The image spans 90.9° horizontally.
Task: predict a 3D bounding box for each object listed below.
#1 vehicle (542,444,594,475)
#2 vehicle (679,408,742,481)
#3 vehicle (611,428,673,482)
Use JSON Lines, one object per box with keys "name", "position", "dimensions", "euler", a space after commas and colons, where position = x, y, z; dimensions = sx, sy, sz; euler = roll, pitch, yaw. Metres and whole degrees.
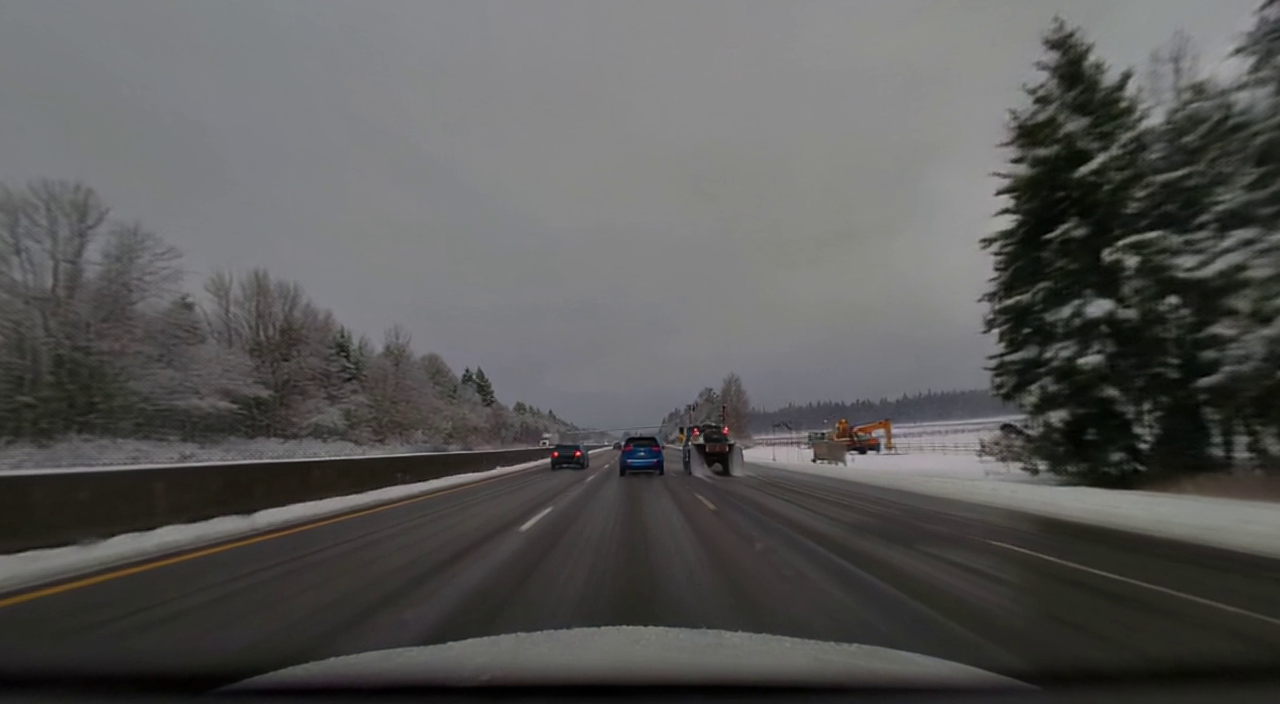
{"name": "vehicle", "position": [-3.601, 5.471, 32.441], "dimensions": [2.096, 1.469, 4.319], "euler": [0, -8, 1]}
{"name": "vehicle", "position": [4.026, 5.575, 38.193], "dimensions": [2.793, 3.828, 9.580], "euler": [0, -8, 1]}
{"name": "vehicle", "position": [0.083, 4.208, 25.960], "dimensions": [2.308, 1.993, 4.631], "euler": [0, -8, 1]}
